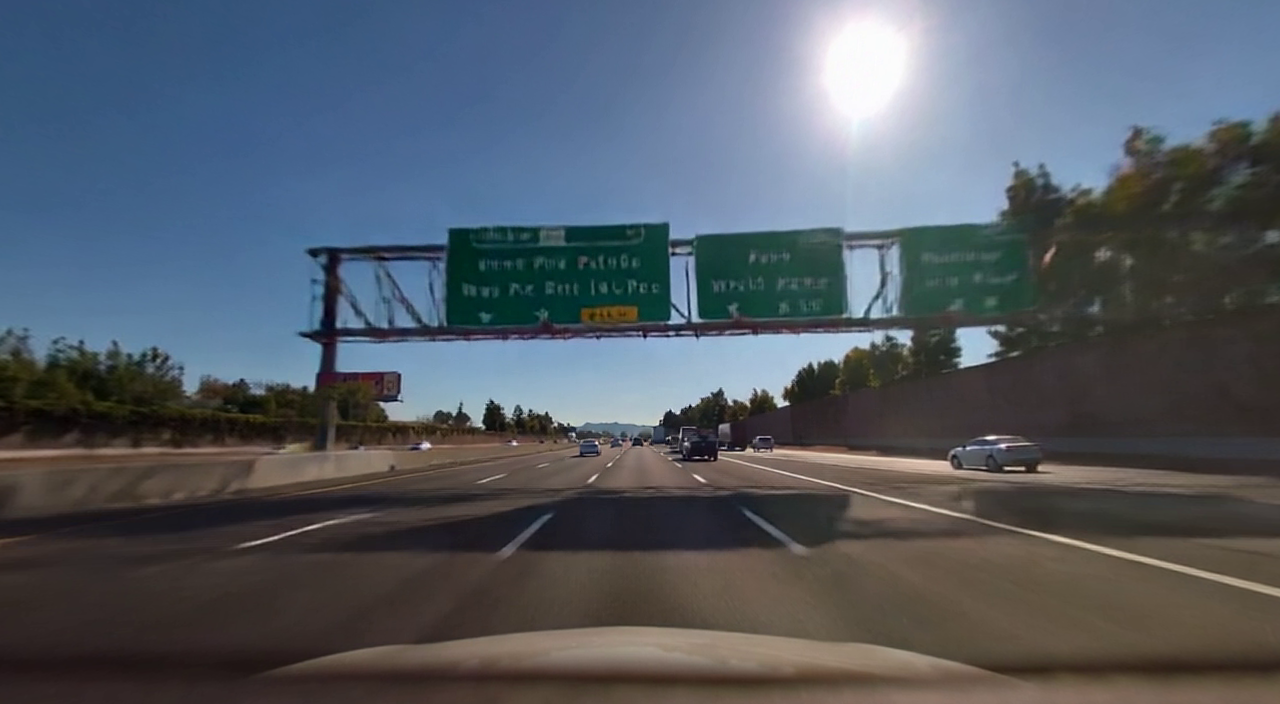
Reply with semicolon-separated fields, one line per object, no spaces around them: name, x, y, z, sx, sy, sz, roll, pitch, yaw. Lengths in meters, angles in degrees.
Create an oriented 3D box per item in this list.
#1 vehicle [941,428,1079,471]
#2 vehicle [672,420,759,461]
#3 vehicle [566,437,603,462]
vehicle;17.324;4.599;29.926;2.261;1.824;5.678;2;-9;-12
vehicle;4.025;5.346;37.699;3.042;2.004;14.051;0;-8;-2
vehicle;-3.567;6.351;41.181;2.066;1.500;4.415;0;-8;0
